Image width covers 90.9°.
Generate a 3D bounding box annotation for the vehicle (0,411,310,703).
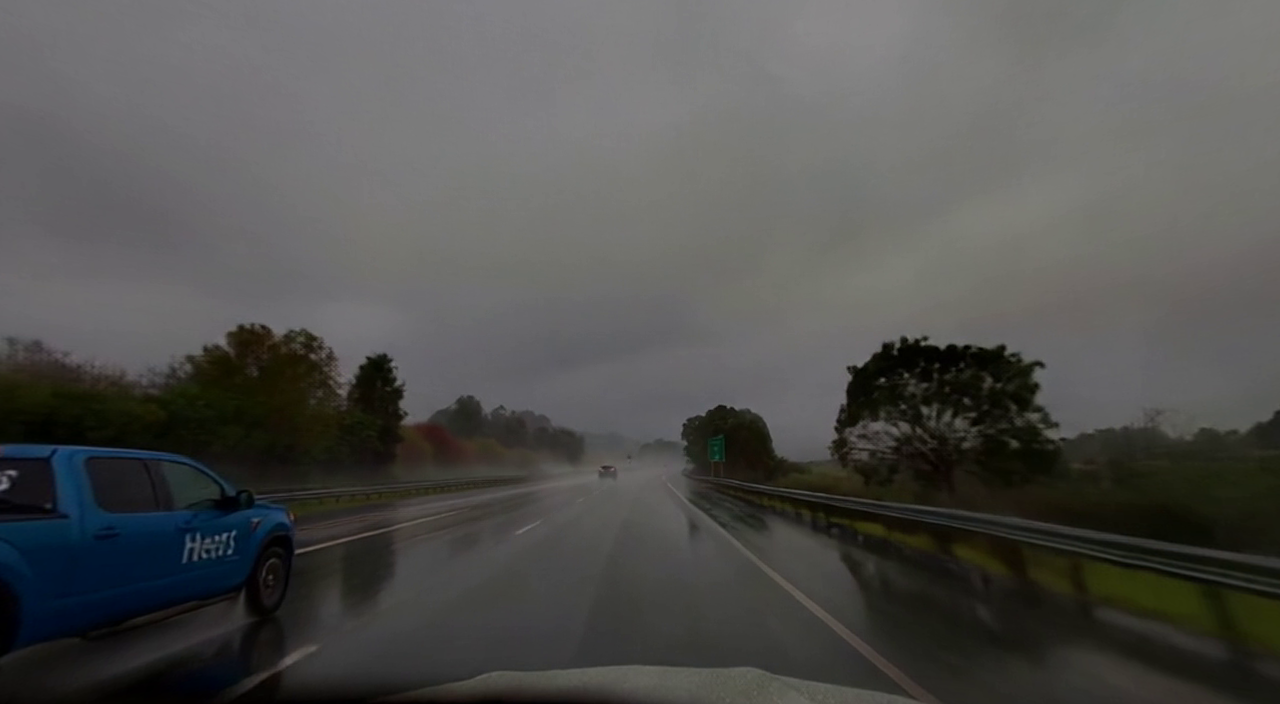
[{"bbox_3d":[-4.113,1.071,3.197,2.135,1.506,5.041,1,-10,0],"label":"vehicle"}]
